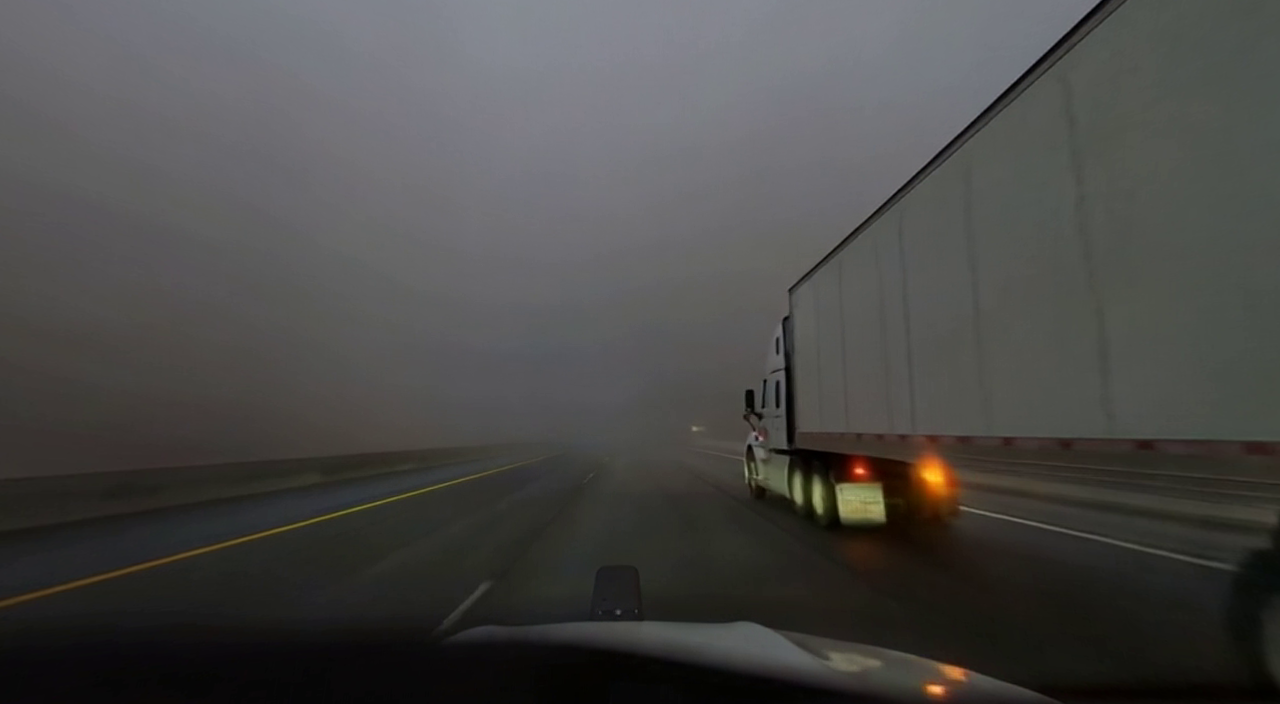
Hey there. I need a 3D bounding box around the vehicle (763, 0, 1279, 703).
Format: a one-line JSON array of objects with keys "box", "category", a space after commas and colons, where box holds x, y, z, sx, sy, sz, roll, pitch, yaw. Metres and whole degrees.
[{"box": [4.050, 0.021, 5.306, 2.920, 4.029, 13.900, 0, -8, -1], "category": "vehicle"}]
